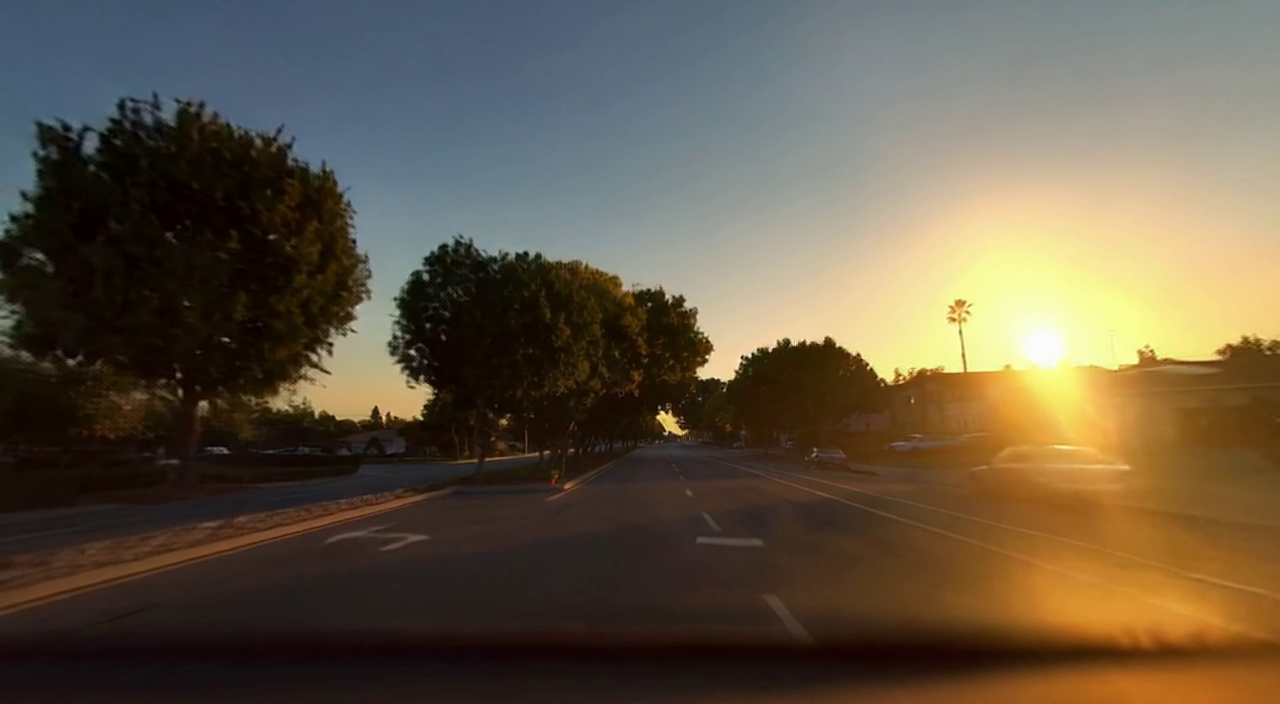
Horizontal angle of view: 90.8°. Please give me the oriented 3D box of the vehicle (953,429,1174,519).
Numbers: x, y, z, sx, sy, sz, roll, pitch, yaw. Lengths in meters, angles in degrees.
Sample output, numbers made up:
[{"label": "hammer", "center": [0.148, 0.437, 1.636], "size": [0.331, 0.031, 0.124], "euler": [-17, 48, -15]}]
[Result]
[{"label": "vehicle", "center": [9.389, 2.717, 14.631], "size": [1.990, 1.728, 4.597], "euler": [0, -9, 2]}]

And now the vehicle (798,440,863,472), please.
[{"label": "vehicle", "center": [9.868, 5.415, 33.060], "size": [2.076, 1.547, 4.398], "euler": [0, -9, 1]}]
